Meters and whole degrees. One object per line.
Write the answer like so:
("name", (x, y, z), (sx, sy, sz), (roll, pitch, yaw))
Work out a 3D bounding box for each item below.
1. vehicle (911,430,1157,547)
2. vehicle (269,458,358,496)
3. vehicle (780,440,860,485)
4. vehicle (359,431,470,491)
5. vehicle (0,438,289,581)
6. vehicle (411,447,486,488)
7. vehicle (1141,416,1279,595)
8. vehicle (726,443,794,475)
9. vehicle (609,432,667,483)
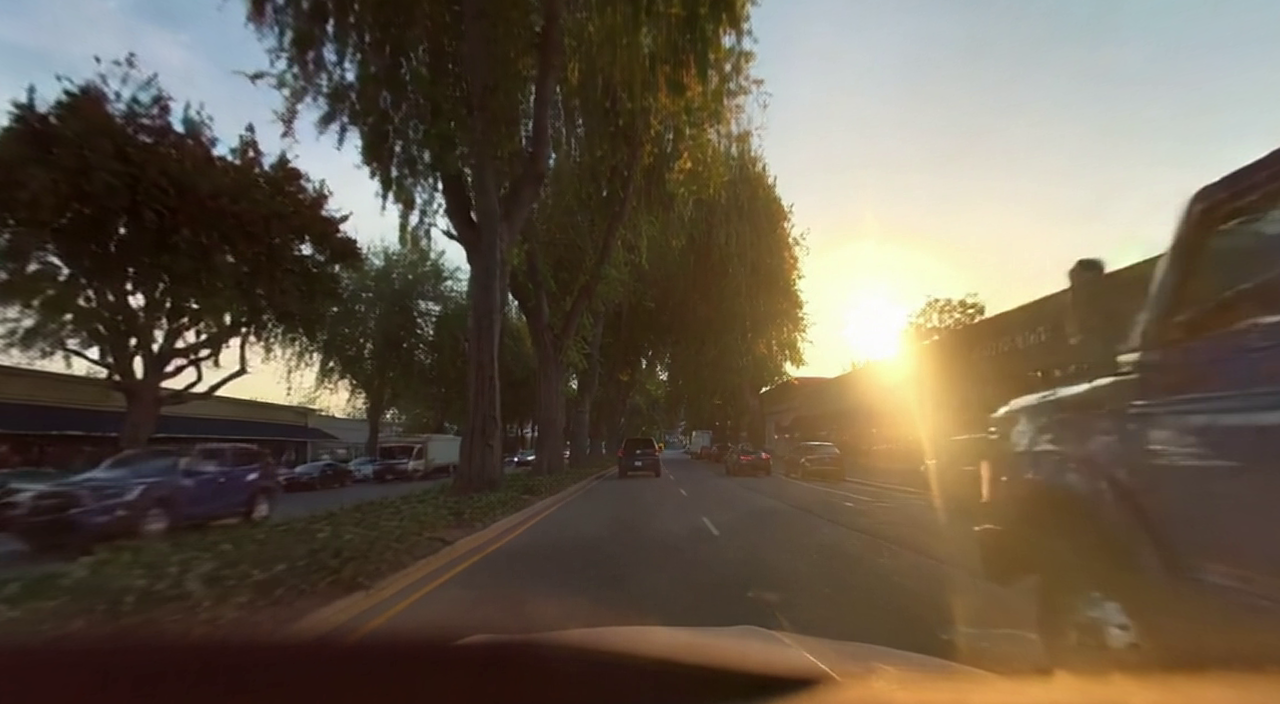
("vehicle", (7.210, 2.484, 12.323), (2.030, 1.631, 4.783), (5, -8, 4))
("vehicle", (-15.885, 6.080, 31.086), (1.962, 1.487, 4.652), (-3, -8, 0))
("vehicle", (7.450, 4.608, 26.590), (2.004, 1.714, 4.356), (0, -9, -1))
("vehicle", (-11.845, 5.808, 34.206), (2.894, 2.789, 8.218), (0, -9, 0))
("vehicle", (-7.558, 2.184, 9.699), (1.937, 1.641, 4.575), (0, -9, -4))
("vehicle", (-8.345, 5.034, 27.961), (1.977, 1.669, 4.387), (0, -9, 0))
("vehicle", (7.053, 1.353, 5.401), (1.949, 1.664, 4.141), (0, -10, -3))
("vehicle", (6.722, 6.054, 36.022), (2.114, 1.697, 4.739), (2, -9, -12))
("vehicle", (-0.030, 4.602, 27.840), (2.293, 2.036, 4.853), (0, -8, 1))
